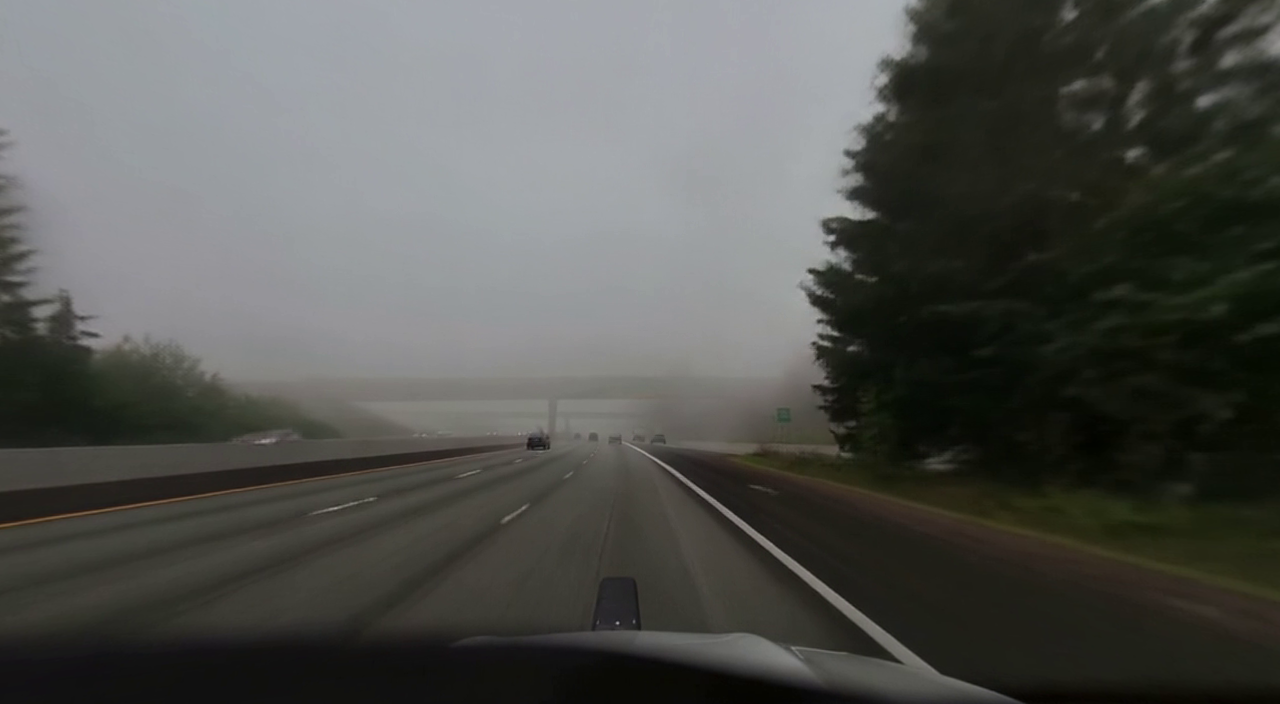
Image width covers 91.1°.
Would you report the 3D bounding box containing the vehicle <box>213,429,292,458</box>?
[{"bbox_3d":[-21.948,5.190,35.817,1.919,1.535,4.259,0,-8,-2],"label":"vehicle"}]
